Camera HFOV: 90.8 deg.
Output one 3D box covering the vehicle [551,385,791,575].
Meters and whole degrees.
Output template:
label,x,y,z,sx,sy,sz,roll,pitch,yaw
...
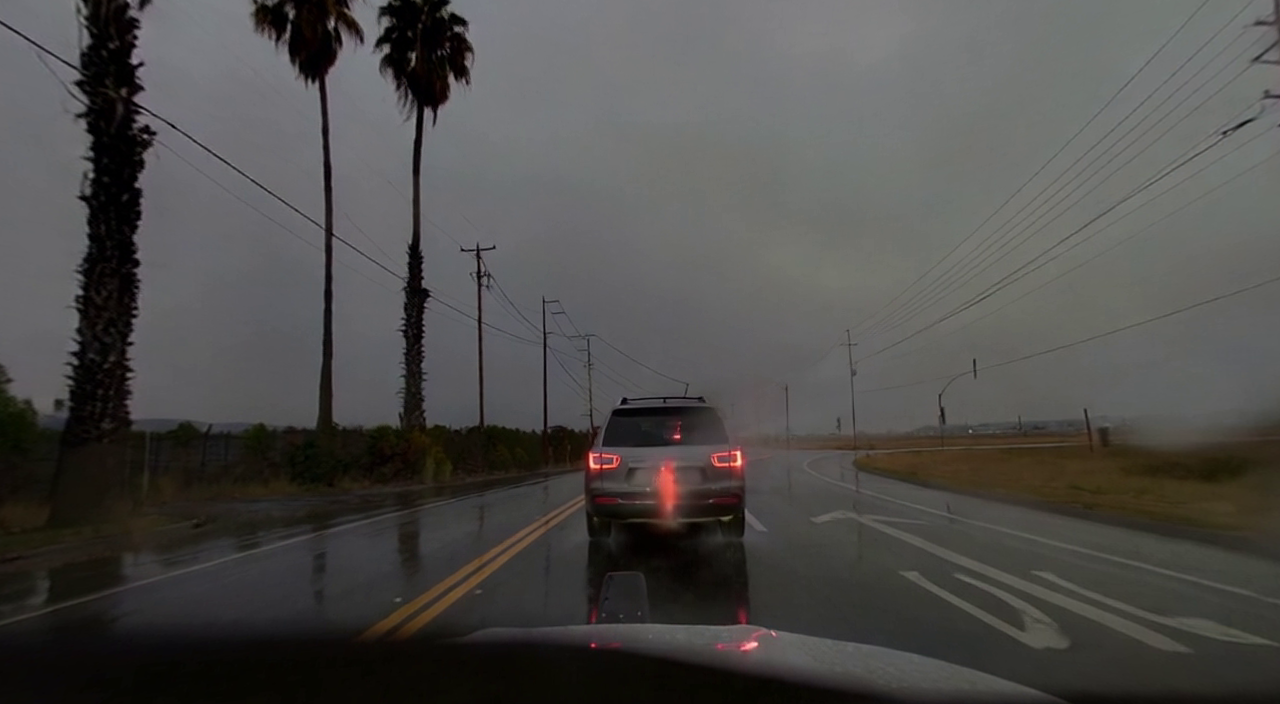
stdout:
label,x,y,z,sx,sy,sz,roll,pitch,yaw
vehicle,0.234,1.593,8.570,2.364,1.859,4.538,0,-9,-2
